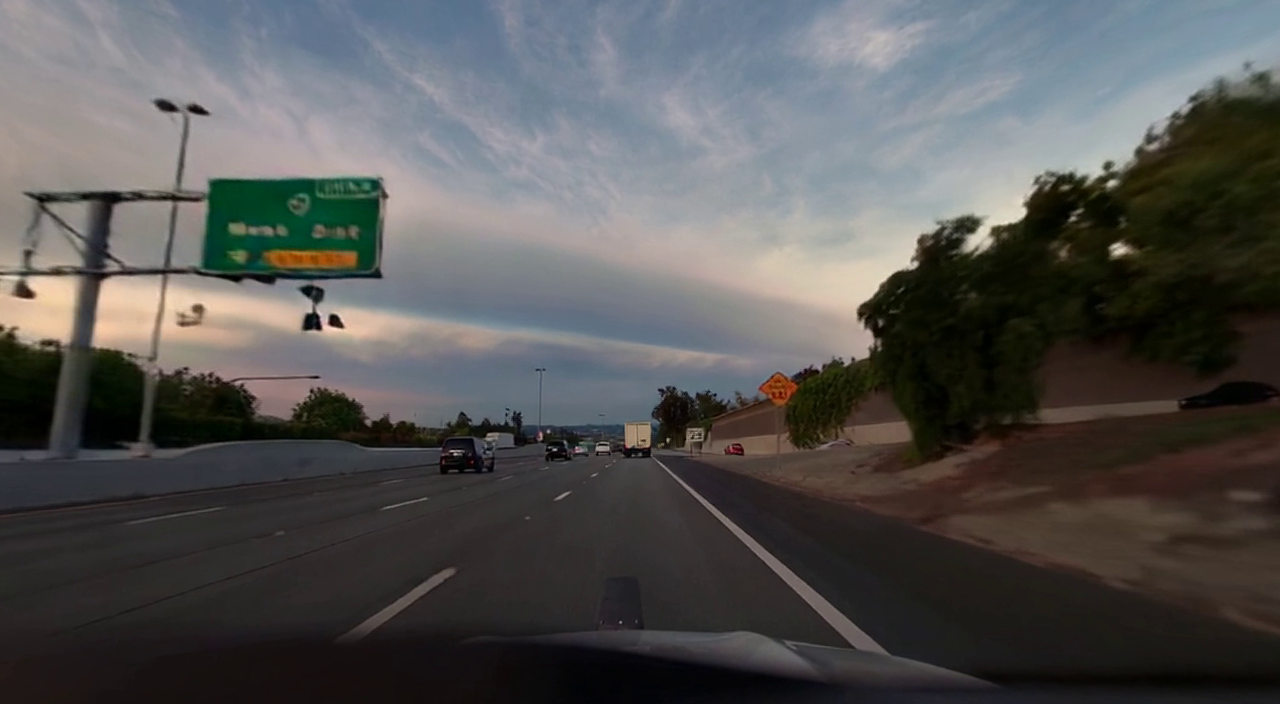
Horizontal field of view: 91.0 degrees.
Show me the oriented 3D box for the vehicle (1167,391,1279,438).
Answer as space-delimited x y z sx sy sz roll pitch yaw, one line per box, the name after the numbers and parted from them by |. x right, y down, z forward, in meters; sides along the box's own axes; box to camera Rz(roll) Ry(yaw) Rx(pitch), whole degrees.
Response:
23.334 2.228 22.640 2.401 1.540 6.222 2 -10 -18 | vehicle

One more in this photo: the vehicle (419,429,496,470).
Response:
-10.609 5.777 37.337 2.571 2.169 6.443 0 -9 1 | vehicle

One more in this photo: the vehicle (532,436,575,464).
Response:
-6.533 7.497 48.350 2.502 1.997 5.697 0 -9 0 | vehicle
